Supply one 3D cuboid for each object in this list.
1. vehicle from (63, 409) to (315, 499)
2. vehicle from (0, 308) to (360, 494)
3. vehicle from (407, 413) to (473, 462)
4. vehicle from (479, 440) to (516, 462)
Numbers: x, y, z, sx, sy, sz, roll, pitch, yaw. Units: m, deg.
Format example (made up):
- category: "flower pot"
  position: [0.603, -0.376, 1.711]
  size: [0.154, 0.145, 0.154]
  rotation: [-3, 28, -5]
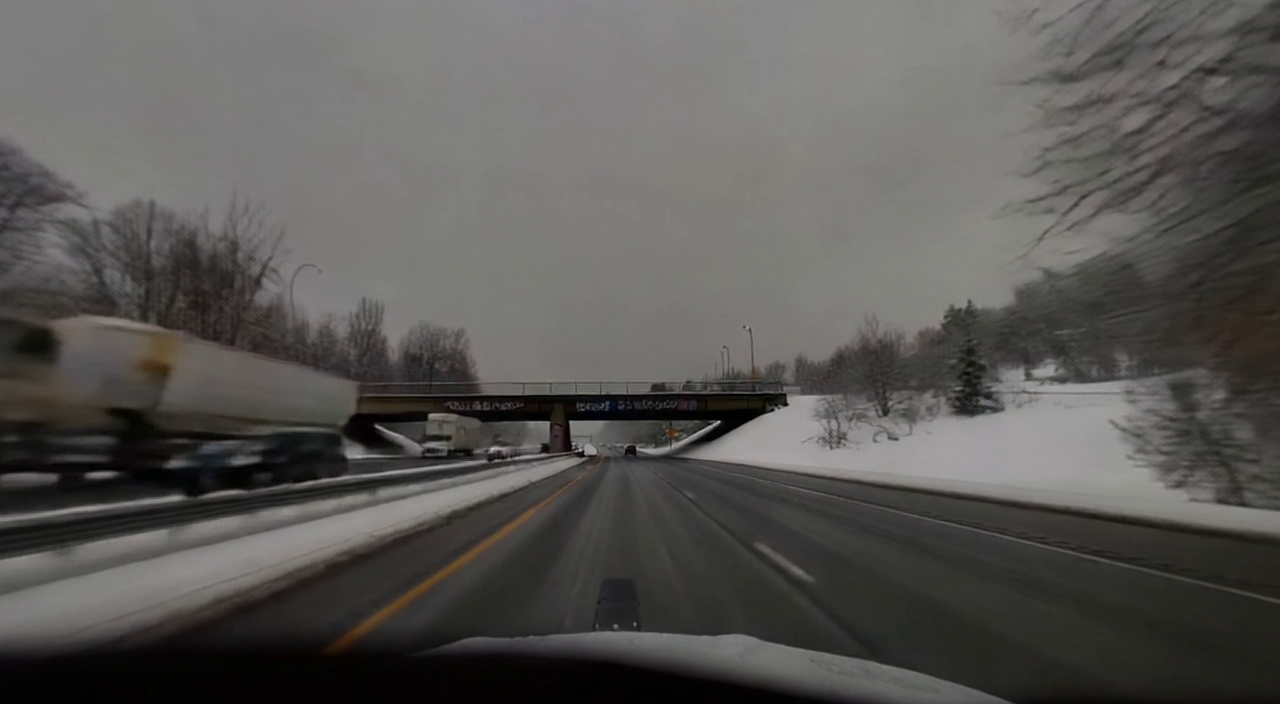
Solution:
- category: "vehicle"
  position: [-9.346, 2.196, 13.657]
  size: [2.046, 1.609, 4.642]
  rotation: [0, -9, -1]
- category: "vehicle"
  position: [-13.728, 2.115, 20.688]
  size: [2.885, 4.088, 13.949]
  rotation: [0, -9, -2]
- category: "vehicle"
  position: [-15.180, 6.658, 48.205]
  size: [2.751, 3.441, 7.312]
  rotation: [0, -9, -2]
- category: "vehicle"
  position: [-10.316, 7.223, 45.607]
  size: [1.857, 1.490, 4.145]
  rotation: [0, -9, -2]
